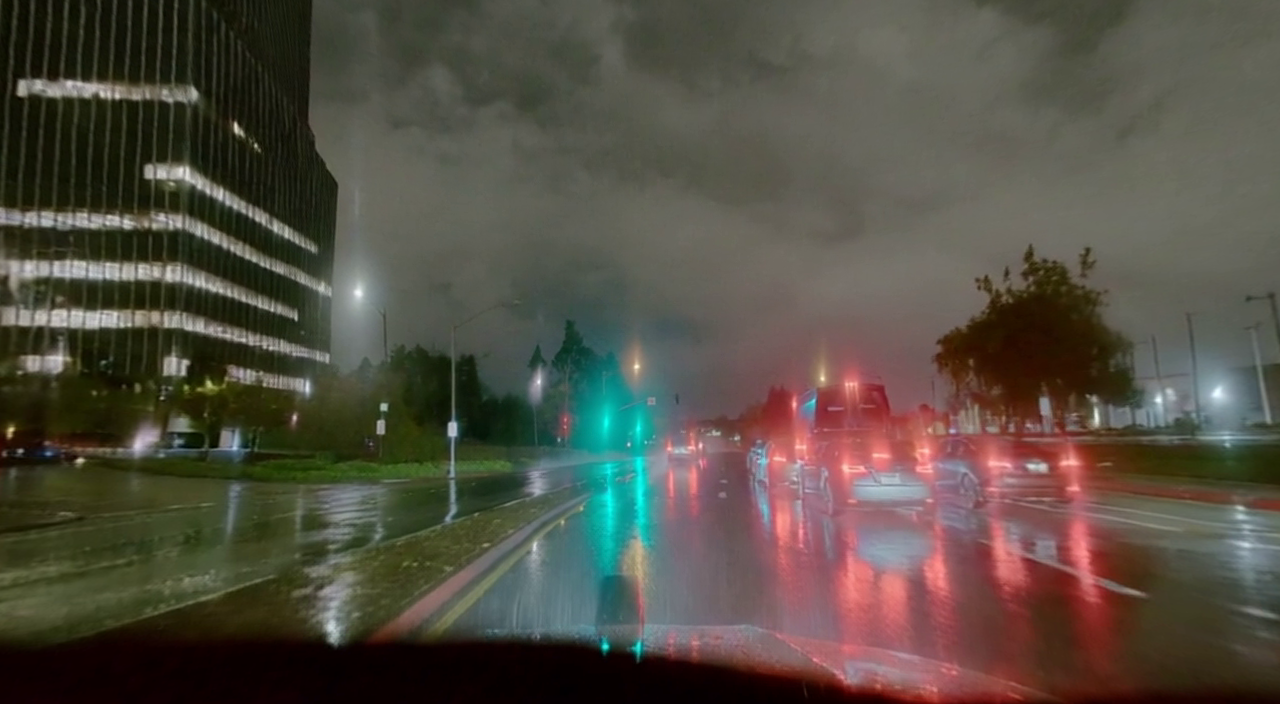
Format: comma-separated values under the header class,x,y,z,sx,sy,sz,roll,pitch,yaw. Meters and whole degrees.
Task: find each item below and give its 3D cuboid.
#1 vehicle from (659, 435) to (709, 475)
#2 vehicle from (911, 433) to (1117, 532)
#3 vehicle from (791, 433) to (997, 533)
class,x,y,z,sx,sy,sz,roll,pitch,yaw
vehicle,2.141,4.769,29.367,2.121,1.728,4.161,-1,-8,7
vehicle,7.101,2.467,12.548,1.983,1.628,3.885,-1,-8,6
vehicle,4.480,2.358,11.910,2.183,1.553,3.923,0,-8,-1
